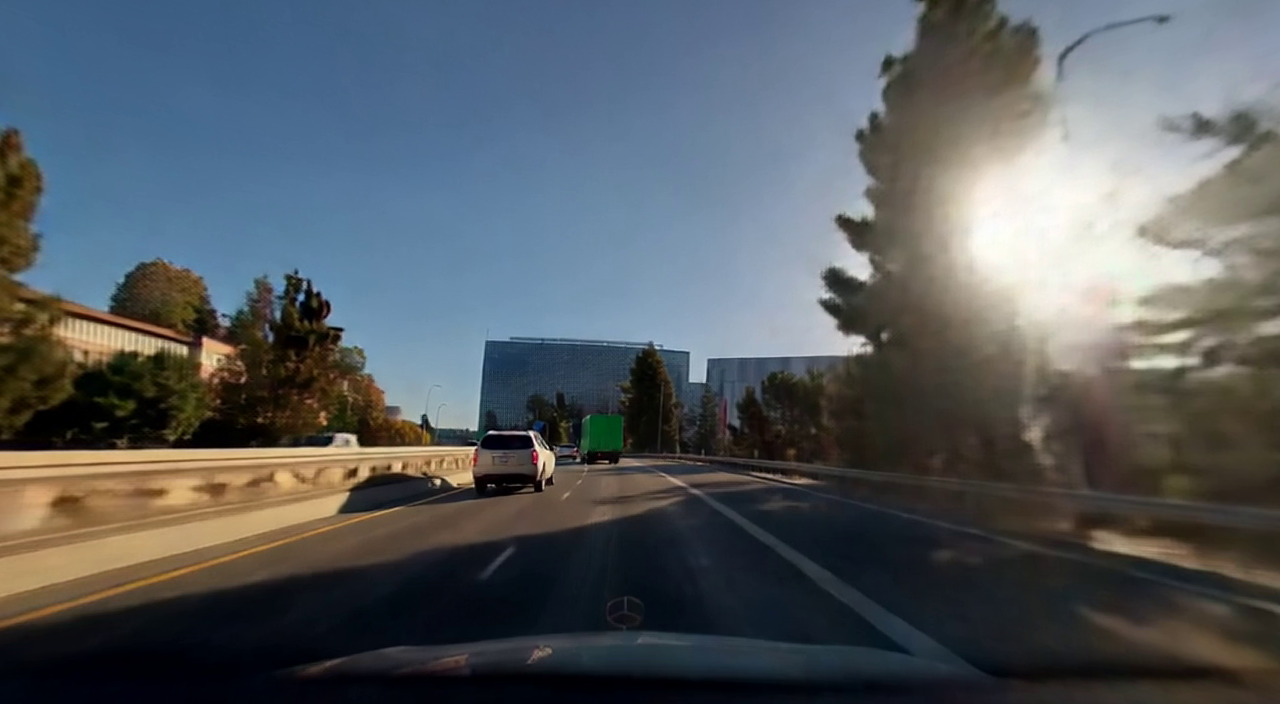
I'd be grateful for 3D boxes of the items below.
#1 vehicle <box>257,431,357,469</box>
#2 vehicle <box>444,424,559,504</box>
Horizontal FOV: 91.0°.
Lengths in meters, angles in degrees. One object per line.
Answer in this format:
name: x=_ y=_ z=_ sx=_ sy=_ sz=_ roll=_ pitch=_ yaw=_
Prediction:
vehicle: x=-14.251 y=4.246 z=27.305 sx=1.938 sy=1.503 sz=4.661 roll=1 pitch=-9 yaw=-2
vehicle: x=-3.351 y=2.813 z=16.187 sx=2.041 sy=1.734 sz=4.391 roll=0 pitch=-9 yaw=-1
